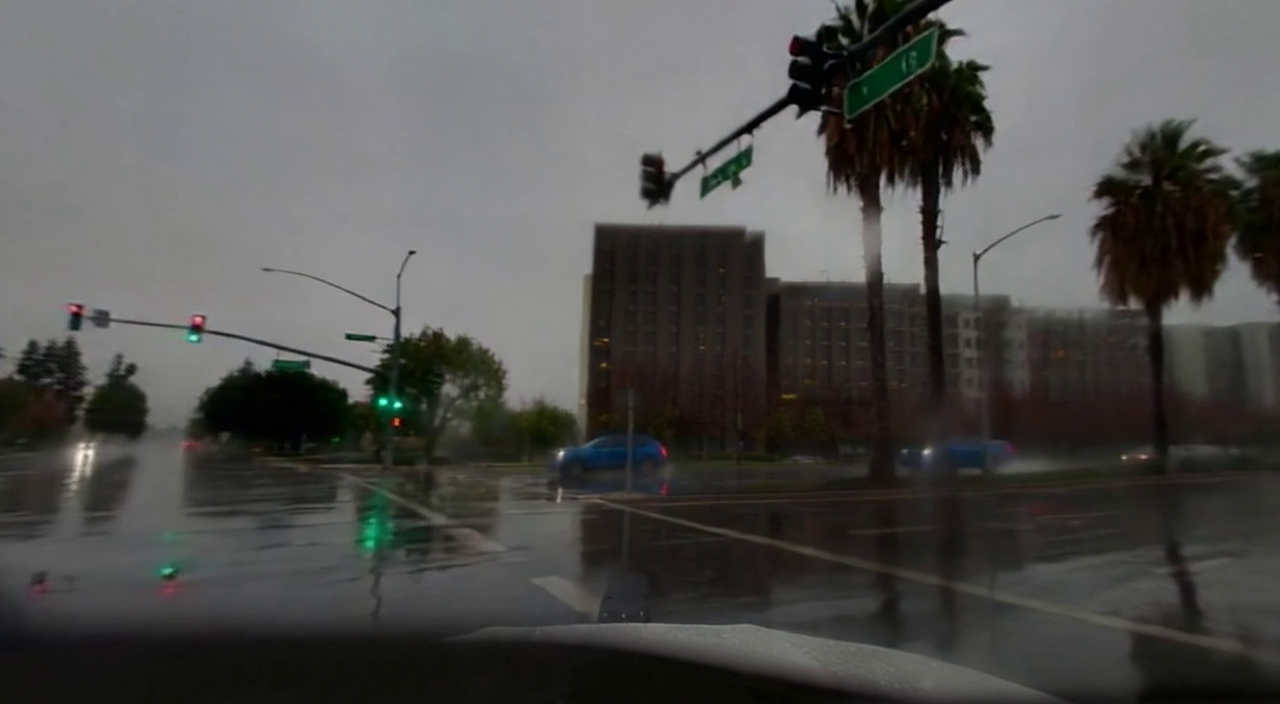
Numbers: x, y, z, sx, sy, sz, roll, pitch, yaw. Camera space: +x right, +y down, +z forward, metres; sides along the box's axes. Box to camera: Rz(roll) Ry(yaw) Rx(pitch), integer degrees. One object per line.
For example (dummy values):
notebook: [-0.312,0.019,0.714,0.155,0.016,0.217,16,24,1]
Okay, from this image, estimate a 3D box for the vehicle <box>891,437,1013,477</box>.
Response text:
vehicle: [16.120,5.385,32.441,5.841,1.890,2.273,4,-9,-23]

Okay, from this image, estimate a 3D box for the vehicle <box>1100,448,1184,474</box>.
vehicle: [31.194,6.750,39.030,4.763,1.490,1.915,3,-9,-23]

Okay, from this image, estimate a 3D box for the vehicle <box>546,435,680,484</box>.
vehicle: [-1.036,4.150,24.530,4.820,1.751,2.050,4,-9,-25]
